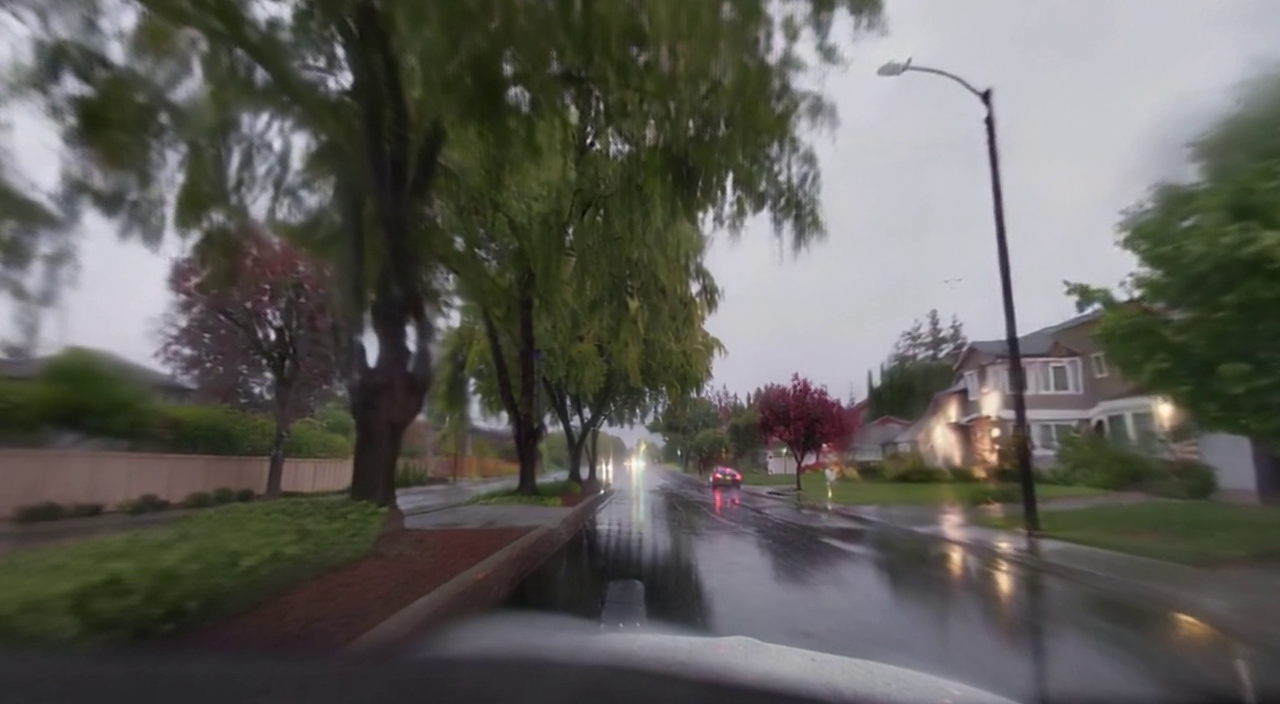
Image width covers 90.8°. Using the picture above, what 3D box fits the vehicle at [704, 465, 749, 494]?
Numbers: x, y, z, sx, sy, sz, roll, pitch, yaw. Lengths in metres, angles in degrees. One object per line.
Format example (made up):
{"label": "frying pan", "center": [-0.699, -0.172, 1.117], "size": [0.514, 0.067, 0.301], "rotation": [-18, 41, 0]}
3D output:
{"label": "vehicle", "center": [5.028, 7.444, 37.135], "size": [1.904, 1.475, 4.386], "rotation": [0, -9, -1]}
